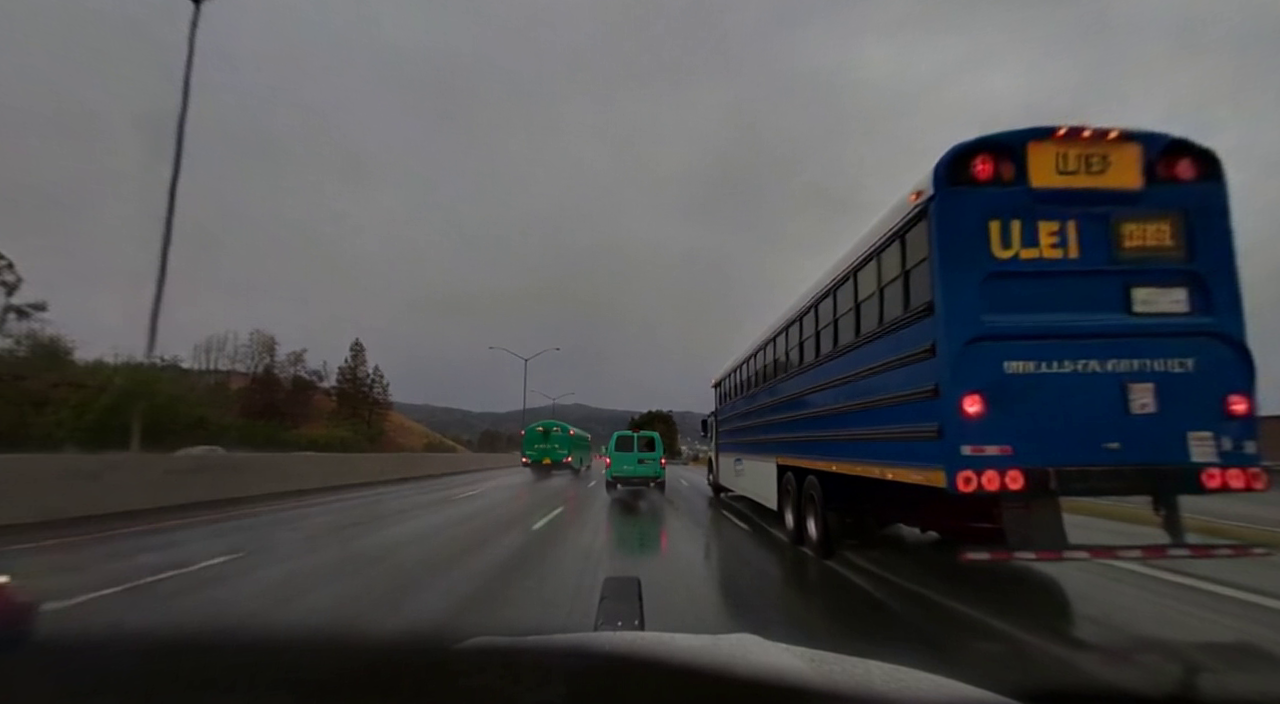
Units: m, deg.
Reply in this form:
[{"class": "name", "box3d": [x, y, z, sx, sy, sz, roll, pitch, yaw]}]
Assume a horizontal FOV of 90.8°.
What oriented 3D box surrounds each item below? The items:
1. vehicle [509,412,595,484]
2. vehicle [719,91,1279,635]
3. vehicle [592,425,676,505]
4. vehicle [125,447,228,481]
[{"class": "vehicle", "box3d": [-3.974, 4.638, 30.463, 2.947, 3.009, 7.991, 0, -9, 0]}, {"class": "vehicle", "box3d": [3.855, 0.975, 11.274, 3.006, 4.101, 13.245, 0, -9, -1]}, {"class": "vehicle", "box3d": [-0.224, 3.098, 17.595, 2.037, 1.929, 4.343, 0, -9, -2]}, {"class": "vehicle", "box3d": [-24.869, 5.990, 34.122, 1.997, 1.686, 4.767, 0, -9, -1]}]
